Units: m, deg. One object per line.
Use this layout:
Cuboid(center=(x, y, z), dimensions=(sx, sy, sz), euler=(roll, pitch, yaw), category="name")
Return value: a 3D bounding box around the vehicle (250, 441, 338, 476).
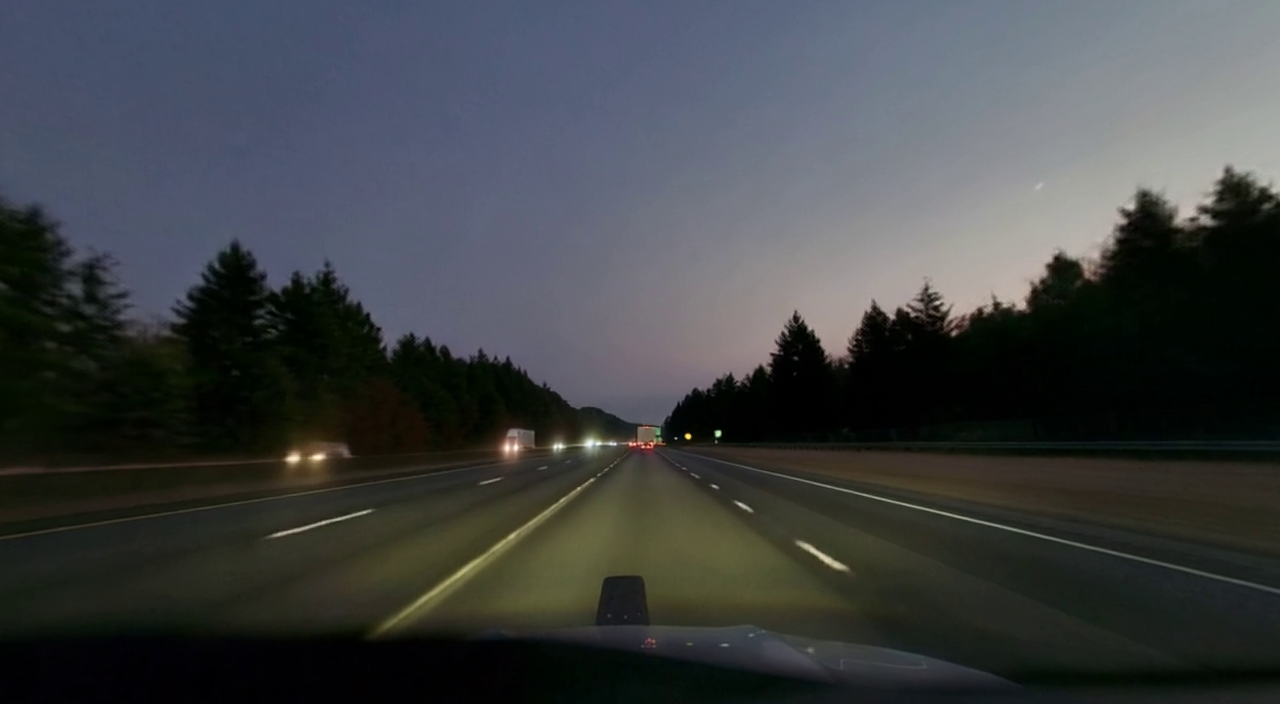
Cuboid(center=(-18.093, 5.559, 33.178), dimensions=(1.933, 1.671, 4.623), euler=(0, -8, 1), category="vehicle")
